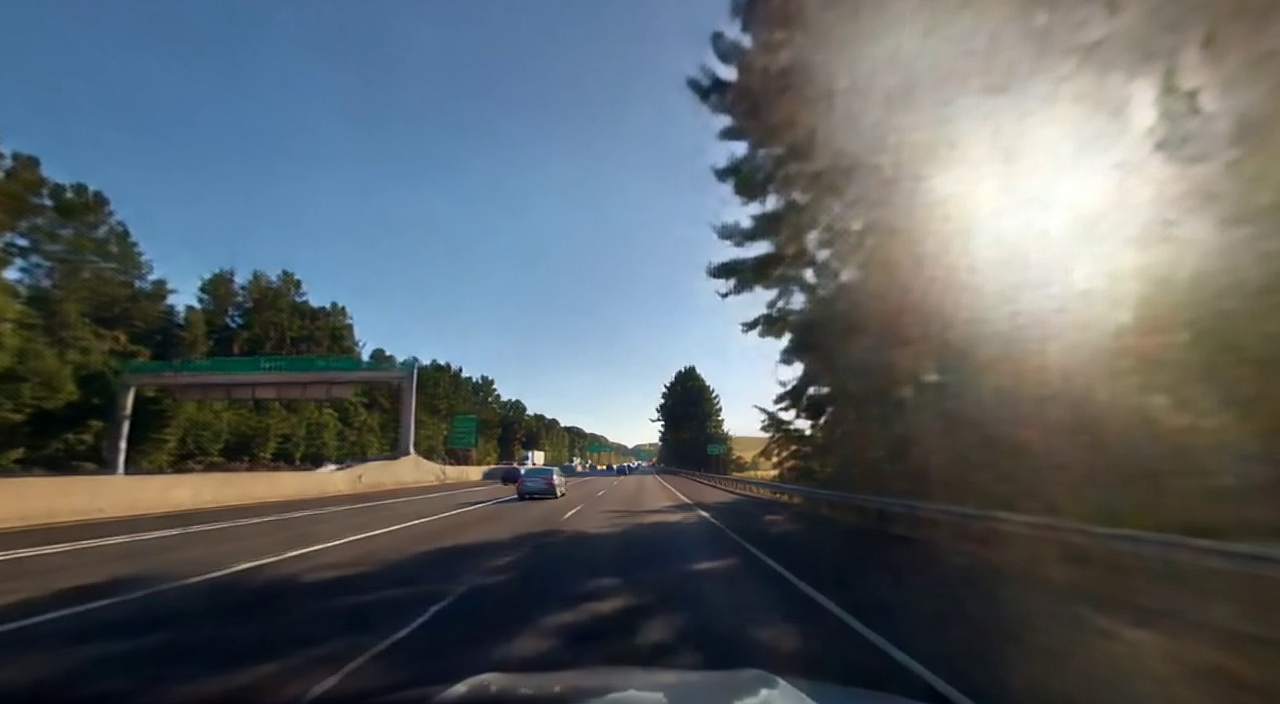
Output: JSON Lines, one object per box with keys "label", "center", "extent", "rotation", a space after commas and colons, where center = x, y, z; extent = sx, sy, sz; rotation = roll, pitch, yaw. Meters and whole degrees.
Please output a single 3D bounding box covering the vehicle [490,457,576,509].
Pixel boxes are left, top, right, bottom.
{"label": "vehicle", "center": [-3.507, 4.430, 21.609], "extent": [2.039, 1.505, 4.843], "rotation": [1, -10, 0]}
